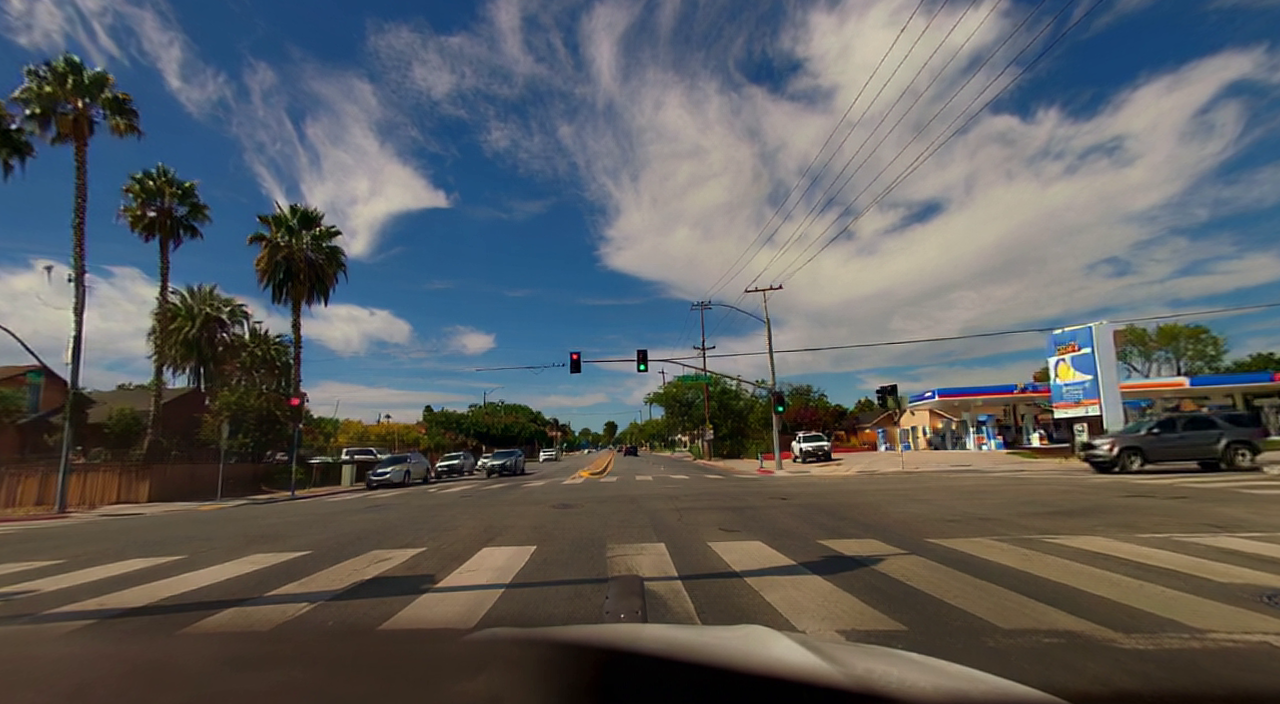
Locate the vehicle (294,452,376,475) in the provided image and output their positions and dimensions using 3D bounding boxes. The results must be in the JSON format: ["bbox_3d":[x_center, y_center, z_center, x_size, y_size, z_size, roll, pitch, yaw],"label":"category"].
[{"bbox_3d":[-20.958,7.680,43.516,4.672,1.469,1.816,-1,-9,-2],"label":"vehicle"}]

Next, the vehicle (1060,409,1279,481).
[{"bbox_3d":[14.701,2.527,17.229,5.086,1.817,1.952,0,-9,-3],"label":"vehicle"}]

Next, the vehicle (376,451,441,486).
[{"bbox_3d":[-13.055,6.556,35.949,2.009,1.777,4.559,0,-9,-1],"label":"vehicle"}]
